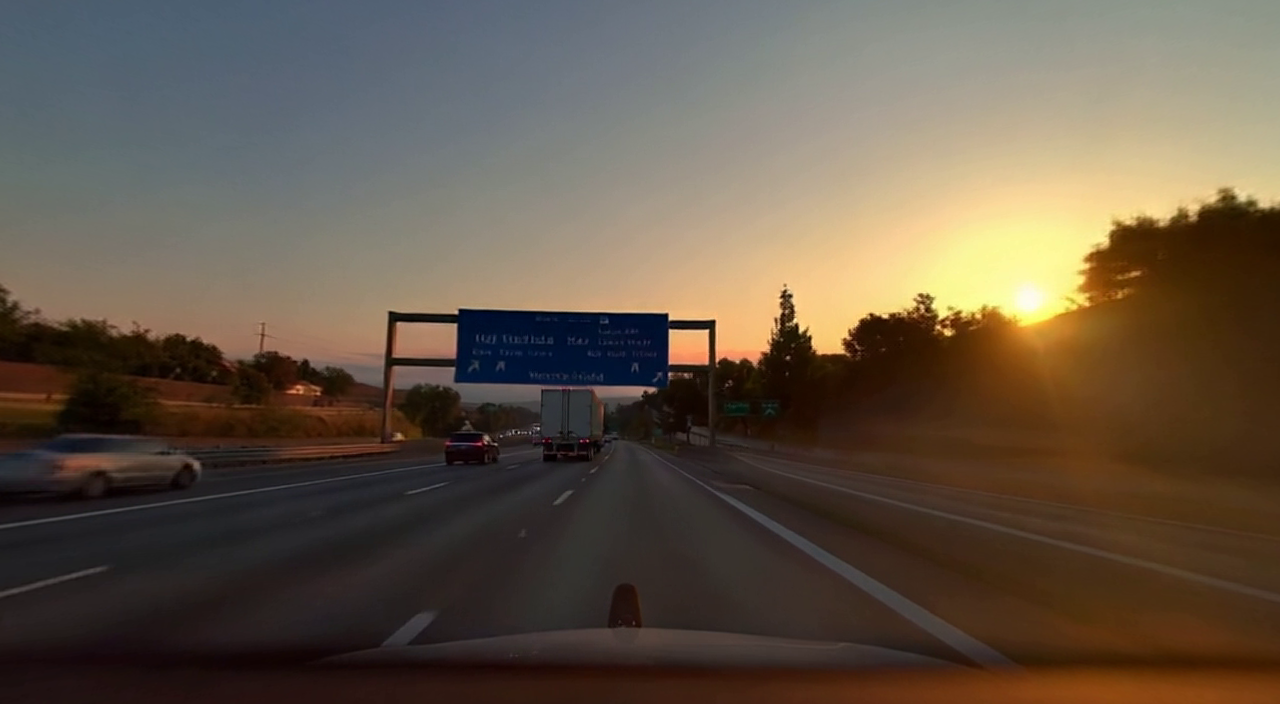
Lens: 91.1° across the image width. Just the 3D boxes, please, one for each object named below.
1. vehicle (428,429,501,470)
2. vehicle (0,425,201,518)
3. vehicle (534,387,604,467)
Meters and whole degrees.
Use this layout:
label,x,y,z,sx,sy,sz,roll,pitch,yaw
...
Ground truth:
label,x,y,z,sx,sy,sz,roll,pitch,yaw
vehicle,-7.839,4.368,28.552,2.075,1.691,4.431,0,-8,0
vehicle,-11.186,2.201,12.237,1.959,1.460,4.661,0,-8,-1
vehicle,-3.943,4.662,37.953,3.002,3.987,12.477,-1,-8,-1
